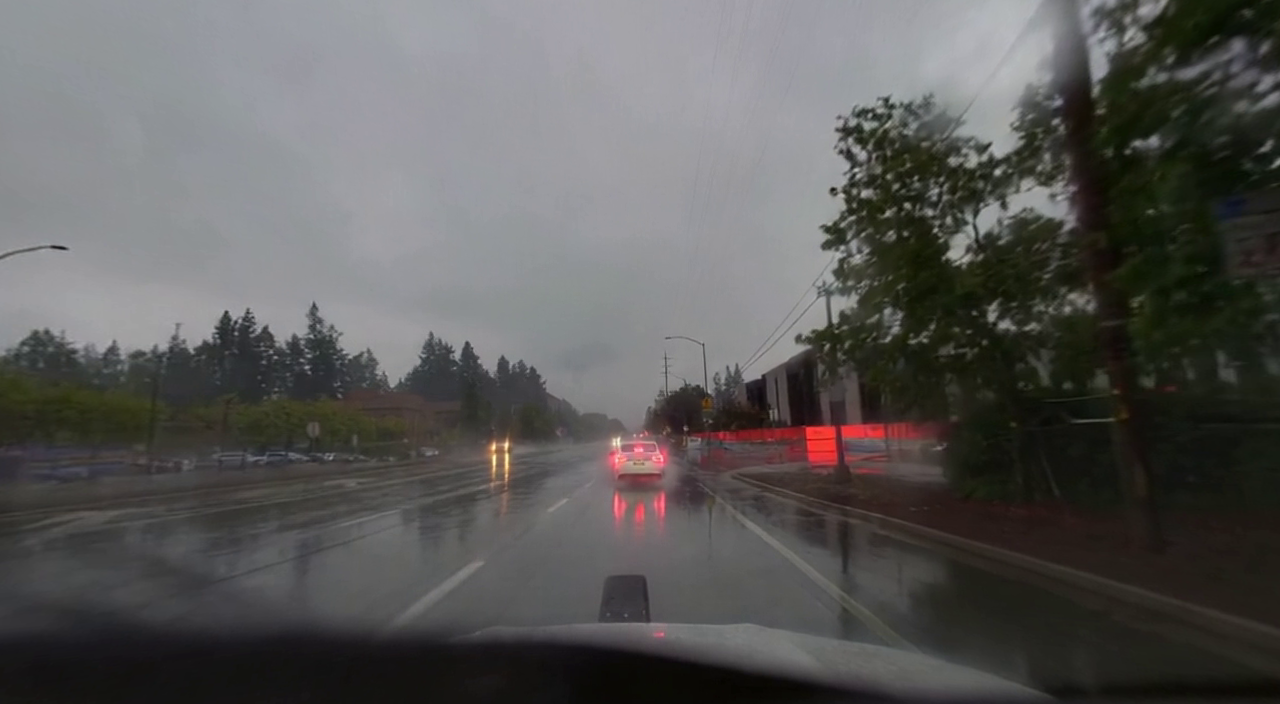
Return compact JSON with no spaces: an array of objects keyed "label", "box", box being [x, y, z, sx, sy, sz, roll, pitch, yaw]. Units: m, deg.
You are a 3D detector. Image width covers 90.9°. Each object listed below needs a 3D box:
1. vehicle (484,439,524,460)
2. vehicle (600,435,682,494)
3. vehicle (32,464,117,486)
[{"label":"vehicle","box":[-10.136,7.209,46.780,2.072,1.465,4.394,3,-9,-22]},{"label":"vehicle","box":[0.024,3.220,18.377,2.112,1.482,4.076,0,-9,0]},{"label":"vehicle","box":[-39.677,8.627,44.301,4.111,1.412,1.777,0,-9,-3]}]
